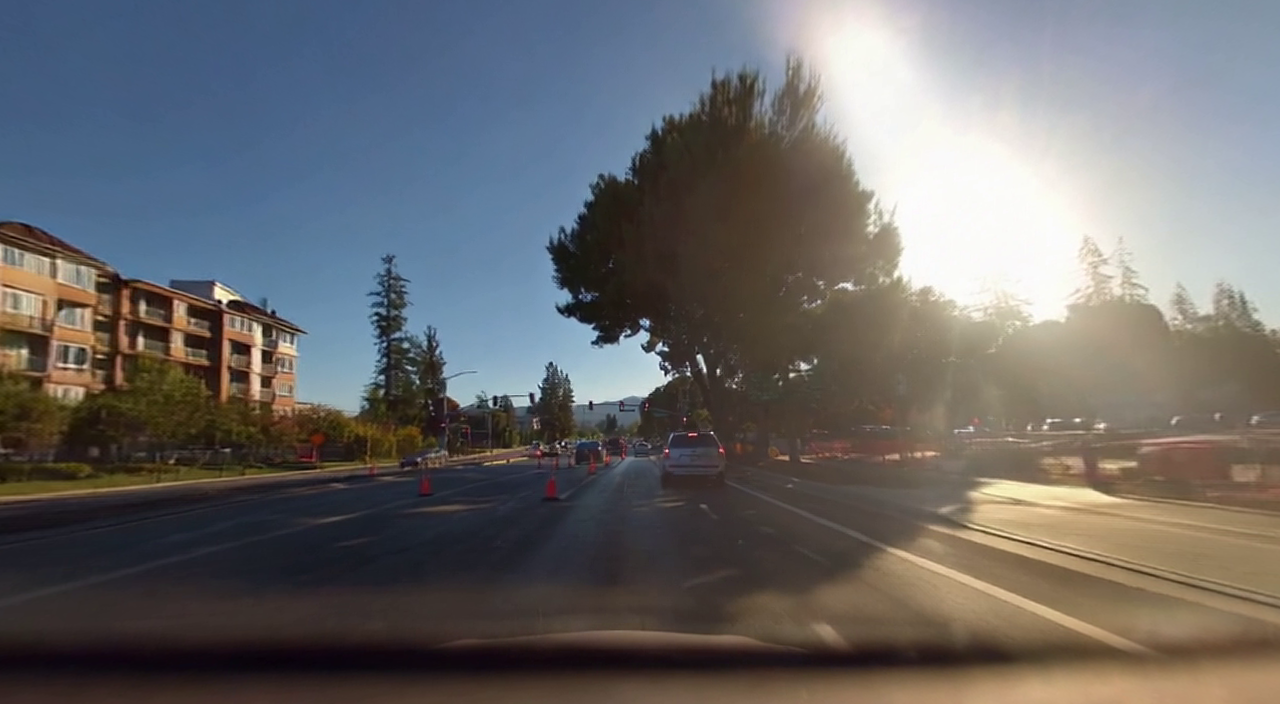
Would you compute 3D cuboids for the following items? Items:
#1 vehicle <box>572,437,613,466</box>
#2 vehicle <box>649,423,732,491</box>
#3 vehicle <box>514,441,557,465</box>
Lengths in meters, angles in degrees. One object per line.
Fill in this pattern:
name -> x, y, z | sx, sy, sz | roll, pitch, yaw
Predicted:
vehicle -> -2.839, 6.040, 38.457 | 2.121, 1.654, 3.993 | 0, -8, 1
vehicle -> 1.421, 3.190, 19.485 | 2.197, 1.835, 4.316 | 0, -8, 0
vehicle -> -6.895, 6.689, 42.092 | 1.928, 1.488, 4.635 | 0, -8, 2
